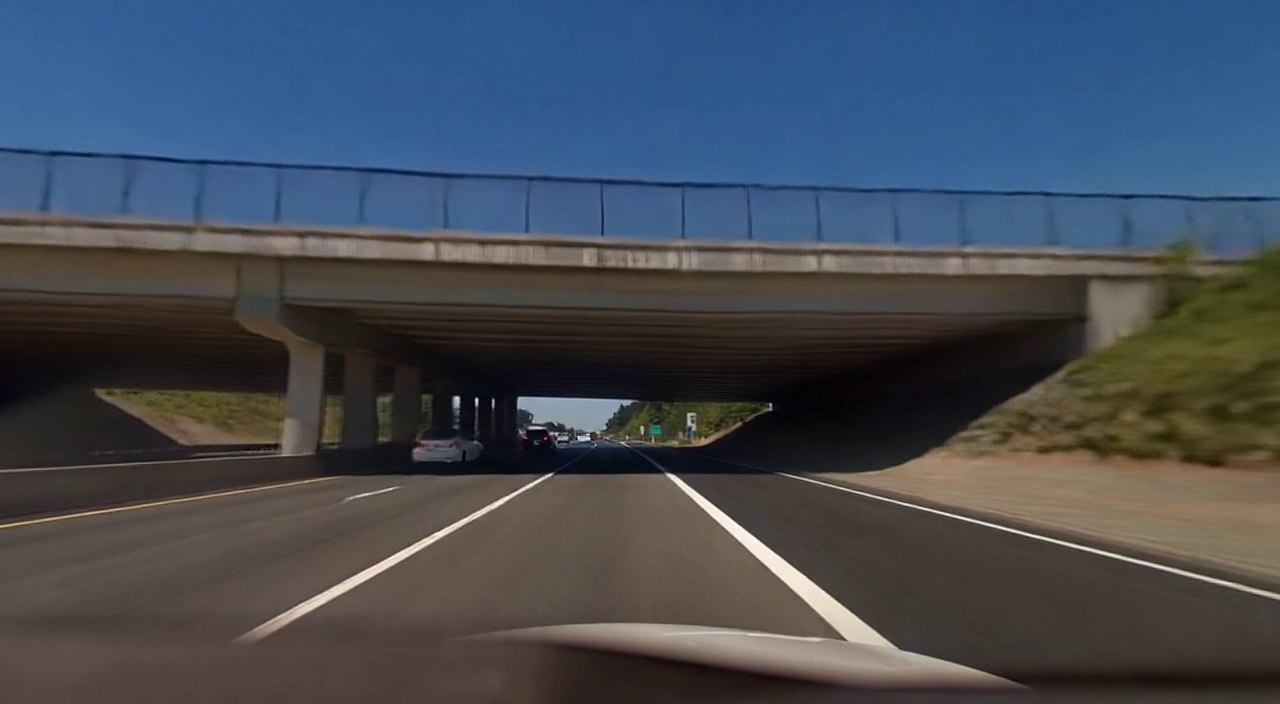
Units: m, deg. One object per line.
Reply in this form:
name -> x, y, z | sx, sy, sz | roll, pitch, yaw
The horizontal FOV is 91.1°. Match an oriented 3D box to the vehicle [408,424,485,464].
vehicle -> -8.725, 4.209, 28.813 | 2.148, 1.635, 4.670 | 1, -8, -1

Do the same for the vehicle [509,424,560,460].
vehicle -> -5.374, 4.612, 32.521 | 2.007, 1.727, 4.040 | 0, -8, -1
